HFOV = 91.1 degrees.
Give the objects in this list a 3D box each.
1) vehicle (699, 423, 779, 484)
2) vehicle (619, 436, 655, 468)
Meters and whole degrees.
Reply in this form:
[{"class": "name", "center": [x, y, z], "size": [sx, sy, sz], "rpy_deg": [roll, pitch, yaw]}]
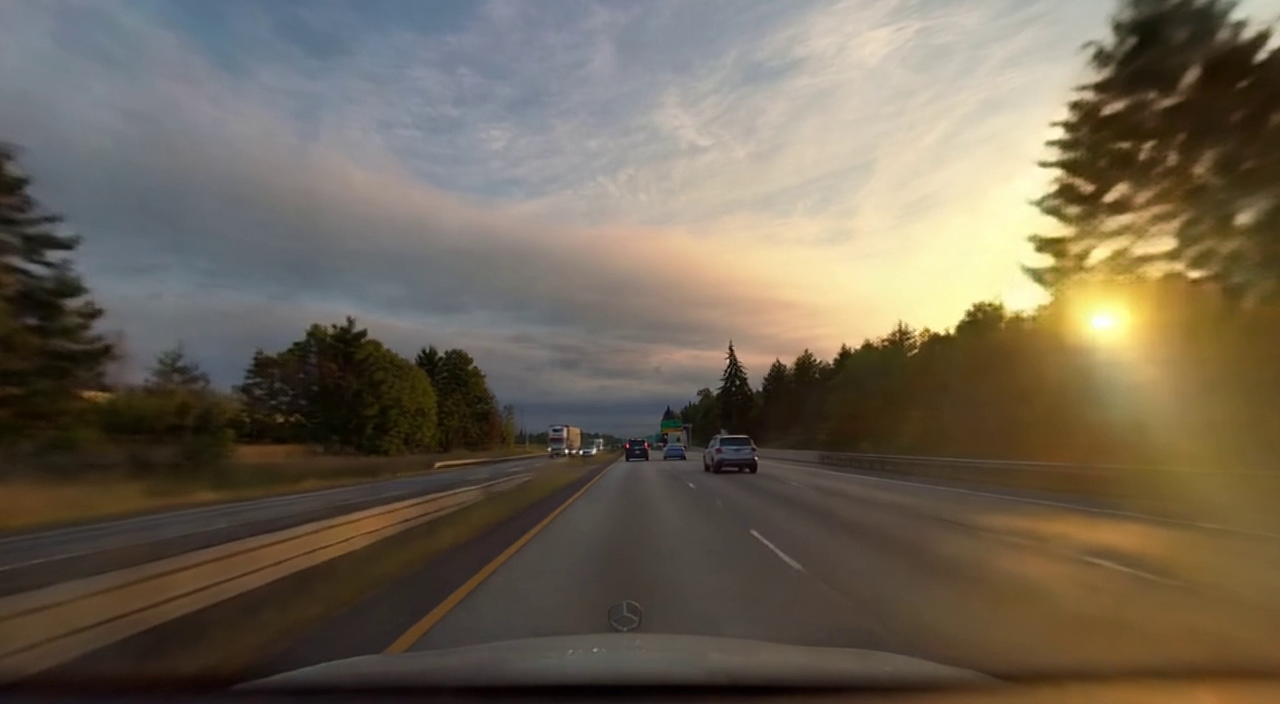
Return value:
[{"class": "vehicle", "center": [3.478, 3.695, 23.046], "size": [1.981, 1.984, 4.623], "rpy_deg": [0, -9, -2]}, {"class": "vehicle", "center": [-0.216, 6.444, 40.630], "size": [2.192, 1.912, 4.524], "rpy_deg": [0, -9, -1]}]
